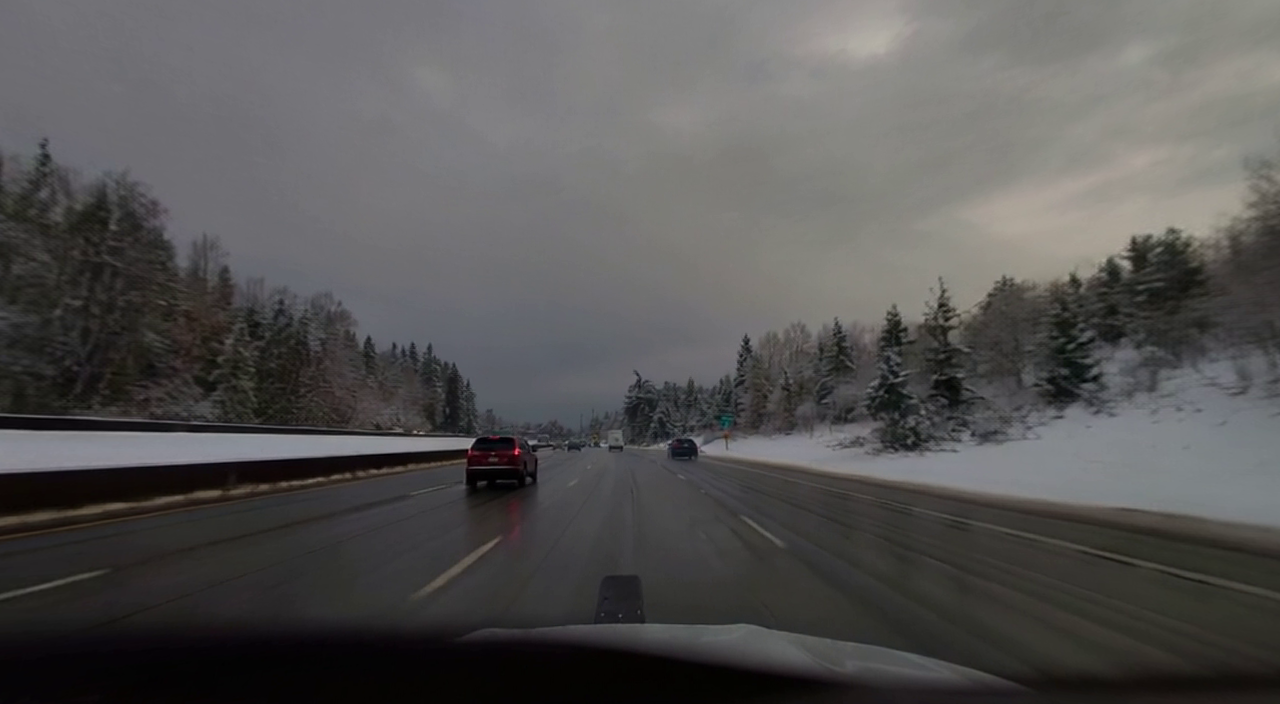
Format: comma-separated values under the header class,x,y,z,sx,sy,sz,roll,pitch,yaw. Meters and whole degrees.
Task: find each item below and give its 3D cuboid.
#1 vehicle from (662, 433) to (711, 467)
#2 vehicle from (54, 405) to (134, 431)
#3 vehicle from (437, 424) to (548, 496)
class,x,y,z,sx,sy,sz,roll,pitch,yaw
vehicle,2.413,5.272,33.813,2.053,1.698,4.097,1,-9,-3
vehicle,-37.416,4.578,43.273,1.756,1.550,4.277,0,-9,-2
vehicle,-3.797,2.868,17.037,2.002,1.680,4.301,0,-9,0
